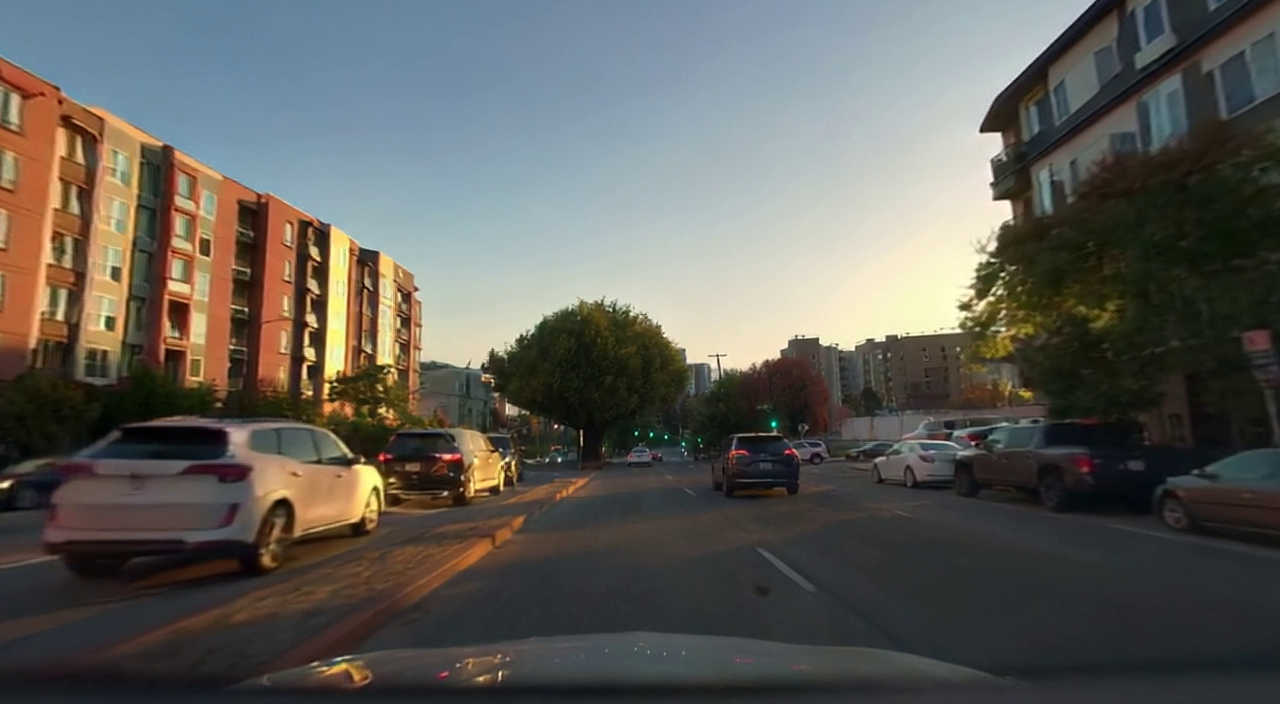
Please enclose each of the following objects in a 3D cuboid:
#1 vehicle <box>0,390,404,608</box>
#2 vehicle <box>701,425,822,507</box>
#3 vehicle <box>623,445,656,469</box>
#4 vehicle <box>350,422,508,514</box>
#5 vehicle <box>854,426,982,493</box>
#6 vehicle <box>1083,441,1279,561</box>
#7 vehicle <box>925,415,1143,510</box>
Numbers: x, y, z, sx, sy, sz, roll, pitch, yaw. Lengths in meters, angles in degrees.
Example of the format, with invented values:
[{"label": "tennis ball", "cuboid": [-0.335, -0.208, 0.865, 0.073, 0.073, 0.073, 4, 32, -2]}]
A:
[{"label": "vehicle", "cuboid": [-4.981, 1.564, 7.837, 2.275, 1.816, 4.923, 0, -8, -1]}, {"label": "vehicle", "cuboid": [3.040, 2.947, 16.970, 2.129, 1.844, 4.767, 0, -8, -2]}, {"label": "vehicle", "cuboid": [-0.082, 7.121, 42.990, 2.059, 1.492, 4.033, 0, -8, -2]}, {"label": "vehicle", "cuboid": [-4.857, 2.722, 15.618, 2.009, 1.837, 5.590, 0, -8, 0]}, {"label": "vehicle", "cuboid": [8.936, 3.456, 20.865, 1.939, 1.927, 4.833, 0, -8, -1]}, {"label": "vehicle", "cuboid": [8.929, 1.992, 8.781, 1.953, 1.455, 4.883, 0, -8, -1]}, {"label": "vehicle", "cuboid": [9.032, 2.565, 15.196, 1.935, 1.875, 5.051, 0, -8, 0]}]
